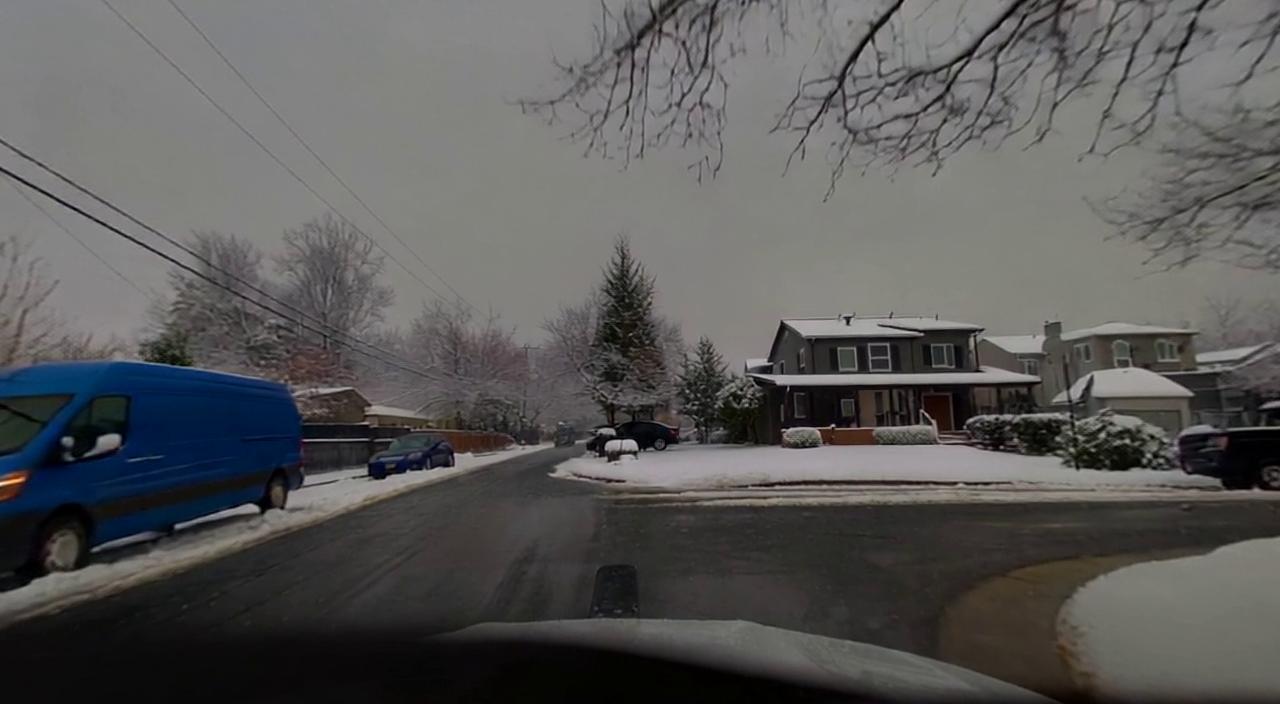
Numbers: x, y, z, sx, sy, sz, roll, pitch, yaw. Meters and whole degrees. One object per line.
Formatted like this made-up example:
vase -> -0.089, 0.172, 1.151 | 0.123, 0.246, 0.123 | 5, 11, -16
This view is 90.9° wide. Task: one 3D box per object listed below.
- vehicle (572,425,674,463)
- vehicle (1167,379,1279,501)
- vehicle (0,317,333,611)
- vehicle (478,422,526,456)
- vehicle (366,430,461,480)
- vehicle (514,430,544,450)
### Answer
vehicle -> -0.632, 3.759, 25.917 | 1.827, 1.436, 4.070 | -8, -11, 44
vehicle -> 11.887, 1.427, 10.243 | 4.624, 1.924, 2.005 | -4, -9, 28
vehicle -> -6.868, 1.346, 8.671 | 2.284, 2.500, 7.006 | -2, -6, -4
vehicle -> -8.412, 5.322, 38.782 | 2.042, 1.937, 4.960 | 0, -8, -2
vehicle -> -7.634, 3.493, 21.709 | 1.899, 1.524, 4.082 | 0, -8, -2
vehicle -> -8.672, 6.884, 49.500 | 1.765, 1.493, 4.130 | 0, -8, -2
